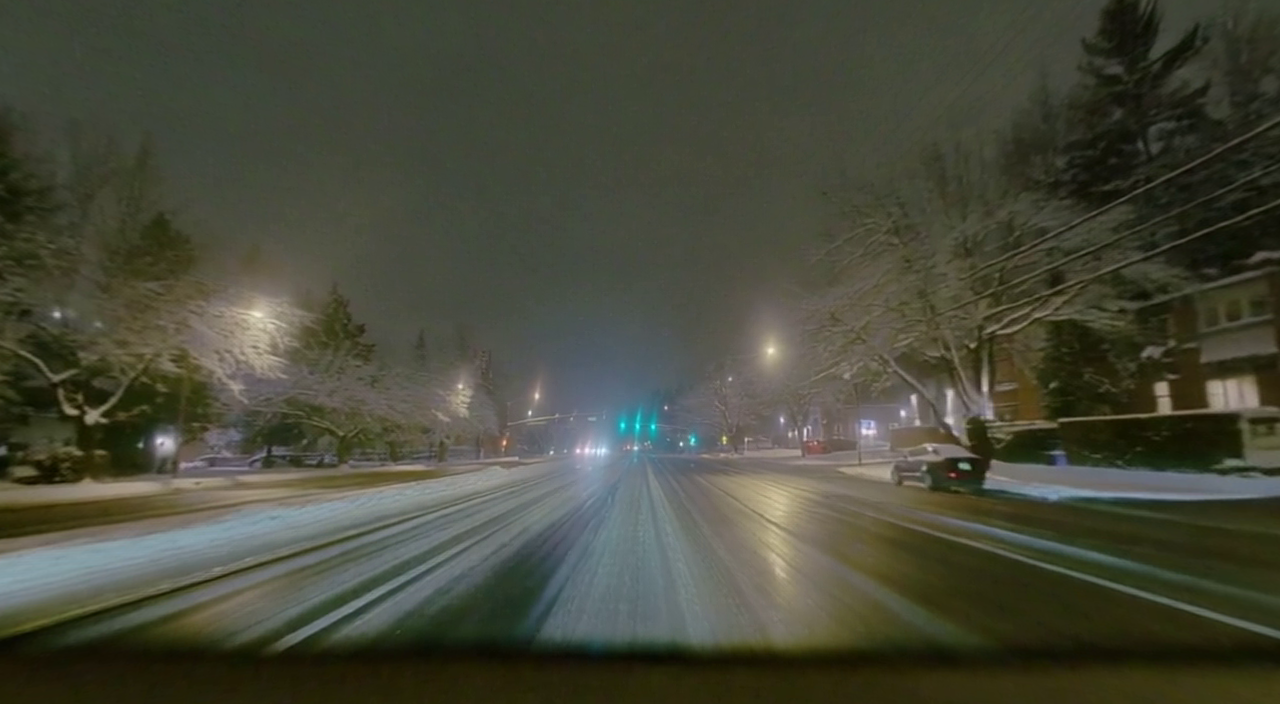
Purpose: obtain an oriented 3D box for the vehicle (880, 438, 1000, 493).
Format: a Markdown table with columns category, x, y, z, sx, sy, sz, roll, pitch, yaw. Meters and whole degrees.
| category | x | y | z | sx | sy | sz | roll | pitch | yaw |
| --- | --- | --- | --- | --- | --- | --- | --- | --- | --- |
| vehicle | 10.312 | 3.922 | 22.191 | 2.044 | 1.705 | 4.668 | 0 | -9 | 2 |
